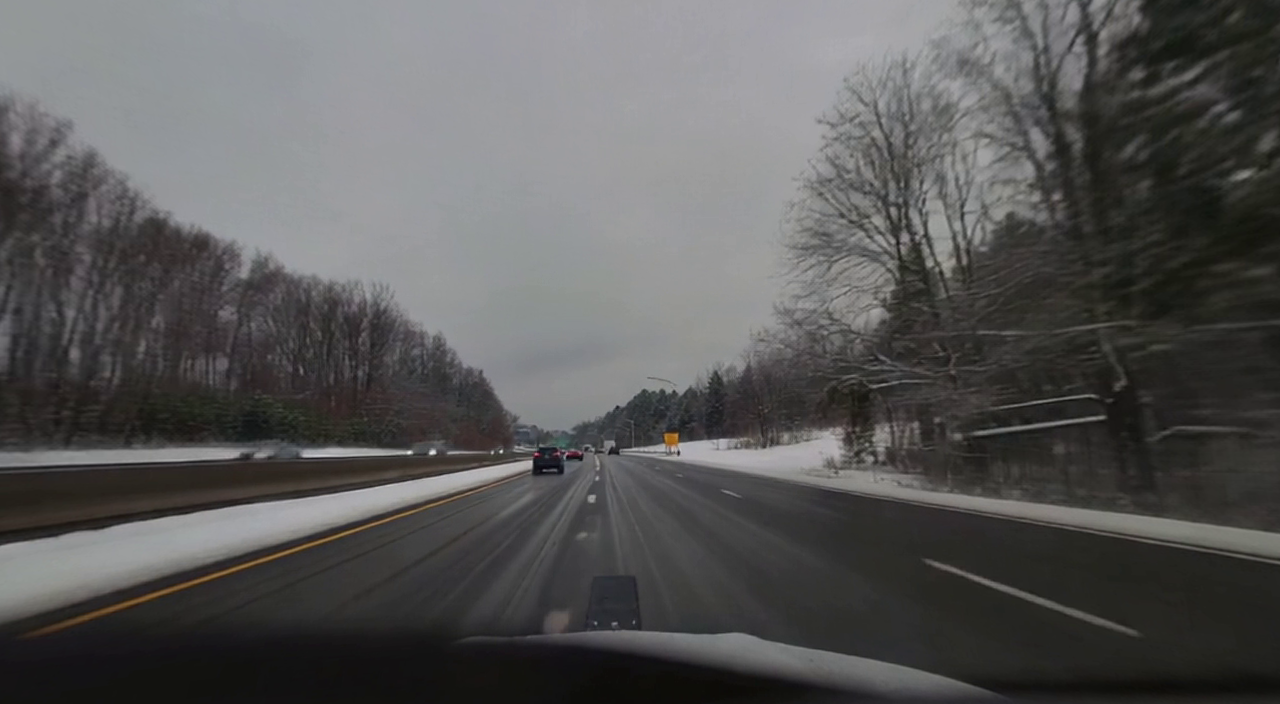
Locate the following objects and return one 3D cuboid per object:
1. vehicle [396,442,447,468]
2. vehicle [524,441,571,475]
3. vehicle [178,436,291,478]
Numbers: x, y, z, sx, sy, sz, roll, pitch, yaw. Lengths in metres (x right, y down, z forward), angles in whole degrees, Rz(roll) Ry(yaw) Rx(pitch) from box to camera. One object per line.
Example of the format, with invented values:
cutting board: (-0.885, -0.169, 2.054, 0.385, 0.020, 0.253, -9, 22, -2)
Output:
vehicle: (-13.835, 6.533, 39.930, 1.897, 1.523, 4.603, 0, -9, -4)
vehicle: (-4.890, 5.676, 33.809, 2.151, 1.693, 4.201, 0, -9, -3)
vehicle: (-17.152, 4.472, 26.857, 1.899, 1.607, 4.653, 0, -9, -3)
